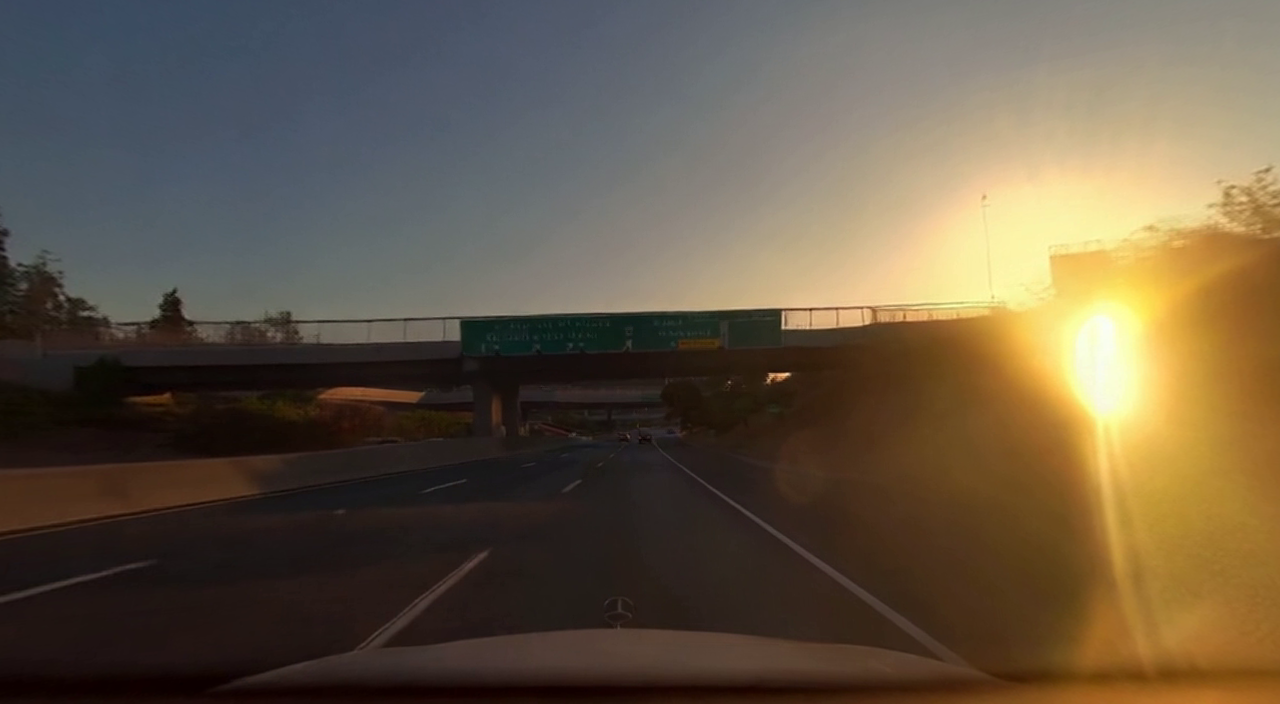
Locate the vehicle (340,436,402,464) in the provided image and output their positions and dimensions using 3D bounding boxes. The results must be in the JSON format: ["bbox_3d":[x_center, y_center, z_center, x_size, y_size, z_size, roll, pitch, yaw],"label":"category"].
[{"bbox_3d":[-15.796,5.751,37.192,1.876,1.517,4.189,0,-8,-1],"label":"vehicle"}]
